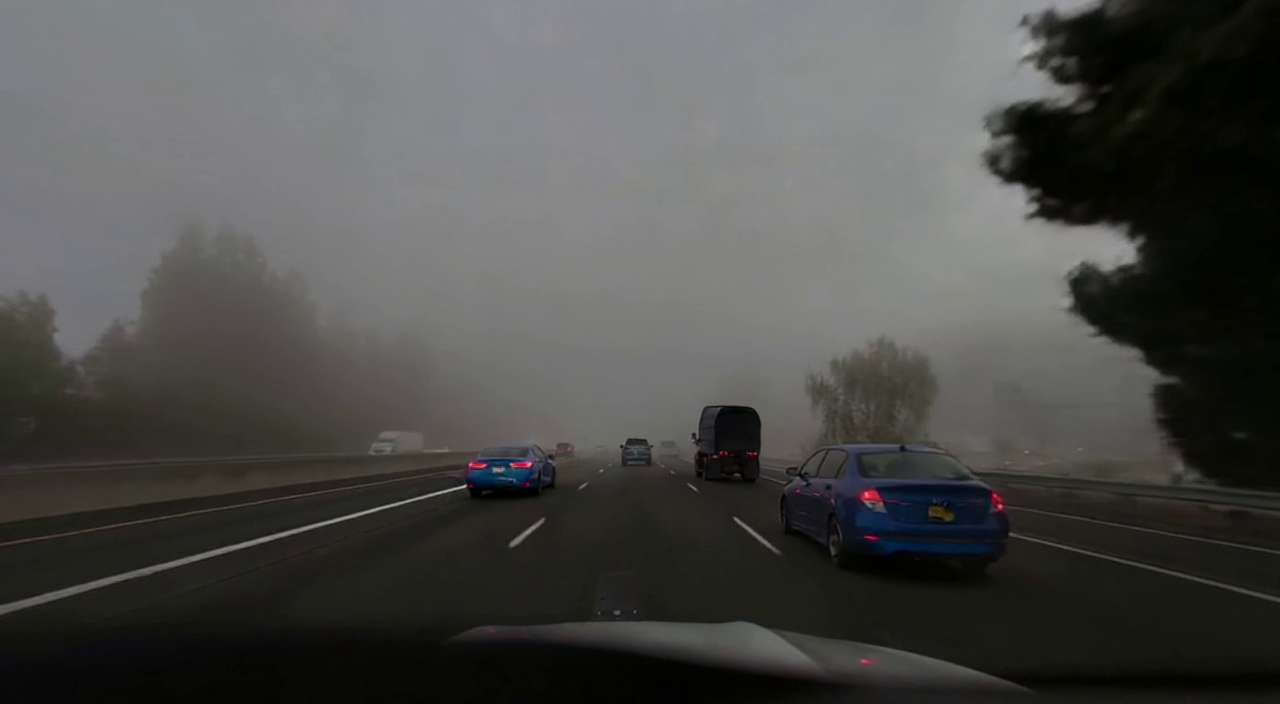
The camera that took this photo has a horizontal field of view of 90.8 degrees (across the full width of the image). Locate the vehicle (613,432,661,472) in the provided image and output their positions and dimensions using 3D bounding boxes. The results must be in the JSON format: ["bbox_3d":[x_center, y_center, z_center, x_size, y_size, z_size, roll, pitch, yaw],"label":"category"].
[{"bbox_3d":[-0.146,4.900,31.178,2.203,1.805,4.358,0,-8,0],"label":"vehicle"}]

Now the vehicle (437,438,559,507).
[{"bbox_3d":[-3.195,2.802,15.228,1.864,1.406,4.544,0,-8,0],"label":"vehicle"}]

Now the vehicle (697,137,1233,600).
[{"bbox_3d":[3.416,1.135,13.032,2.876,4.086,15.117,0,-8,-1],"label":"vehicle"}]
